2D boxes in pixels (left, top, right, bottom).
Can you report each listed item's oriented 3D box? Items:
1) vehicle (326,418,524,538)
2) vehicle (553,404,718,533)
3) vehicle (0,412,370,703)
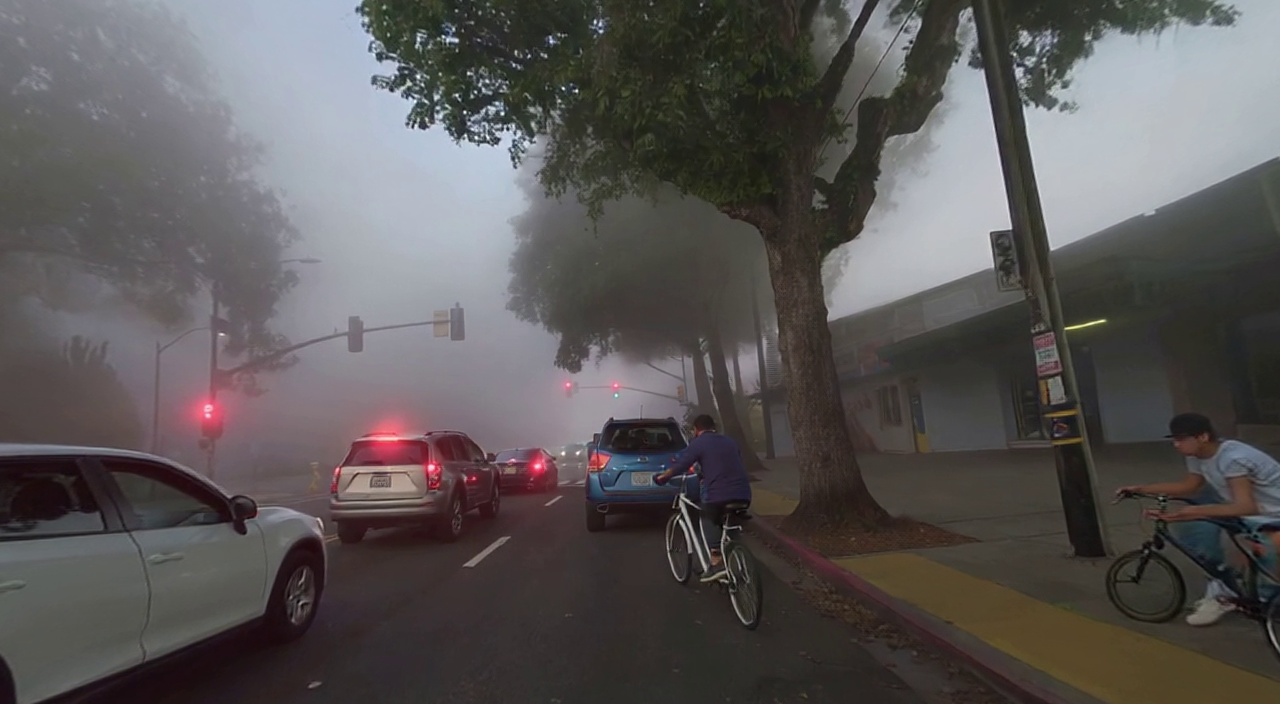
[{"bbox_3d":[-3.599,2.205,11.642,2.046,1.750,4.452,0,-9,0],"label":"vehicle"},{"bbox_3d":[-0.105,2.095,11.898,2.426,1.882,5.027,0,-9,-1],"label":"vehicle"},{"bbox_3d":[-3.555,1.172,3.689,2.064,1.486,4.140,0,-9,1],"label":"vehicle"}]
